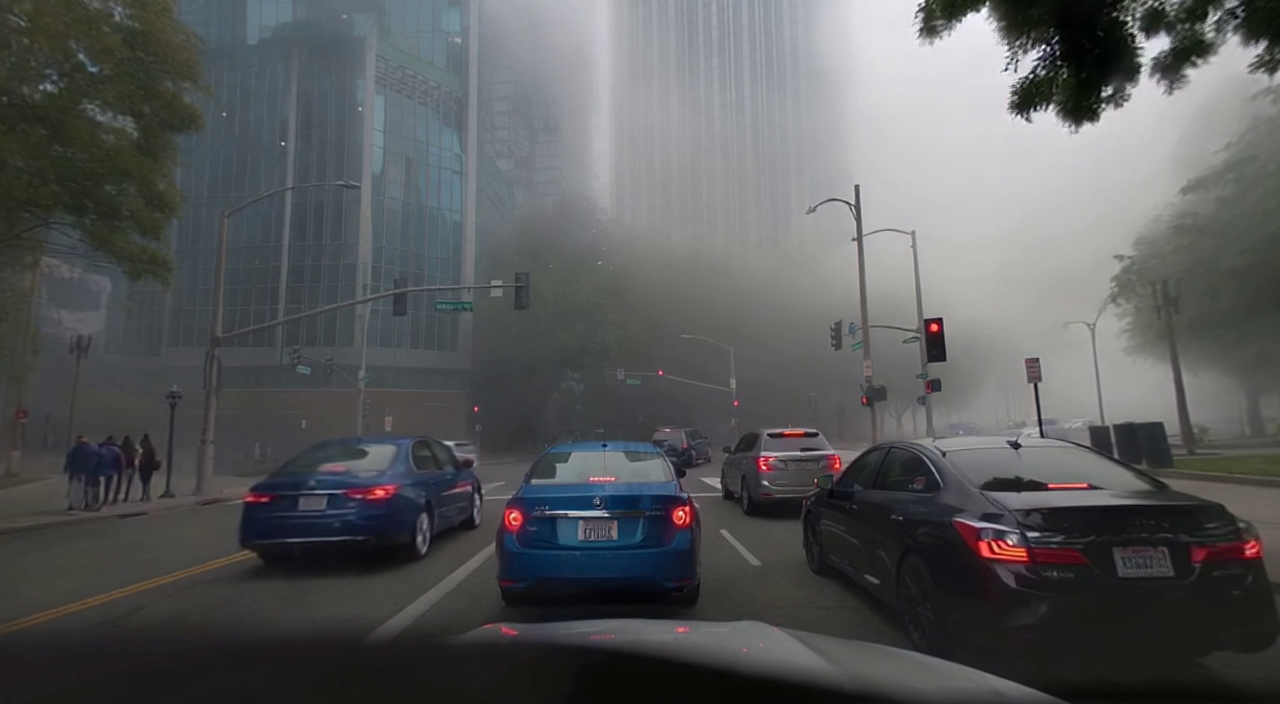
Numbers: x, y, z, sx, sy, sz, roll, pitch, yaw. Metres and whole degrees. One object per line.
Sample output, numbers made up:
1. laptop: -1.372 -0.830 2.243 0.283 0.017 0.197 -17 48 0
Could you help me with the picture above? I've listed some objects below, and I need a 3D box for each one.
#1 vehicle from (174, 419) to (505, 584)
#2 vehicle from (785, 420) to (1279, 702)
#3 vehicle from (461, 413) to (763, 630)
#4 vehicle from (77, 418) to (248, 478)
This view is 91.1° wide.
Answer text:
1. vehicle: -3.264 1.703 8.011 2.068 1.513 4.221 0 -8 1
2. vehicle: 2.752 1.405 5.451 1.952 1.464 4.165 0 -8 -1
3. vehicle: -0.265 1.469 6.441 2.072 1.476 4.078 0 -8 -2
4. vehicle: -24.465 4.947 32.403 6.756 2.955 2.367 0 -8 1
